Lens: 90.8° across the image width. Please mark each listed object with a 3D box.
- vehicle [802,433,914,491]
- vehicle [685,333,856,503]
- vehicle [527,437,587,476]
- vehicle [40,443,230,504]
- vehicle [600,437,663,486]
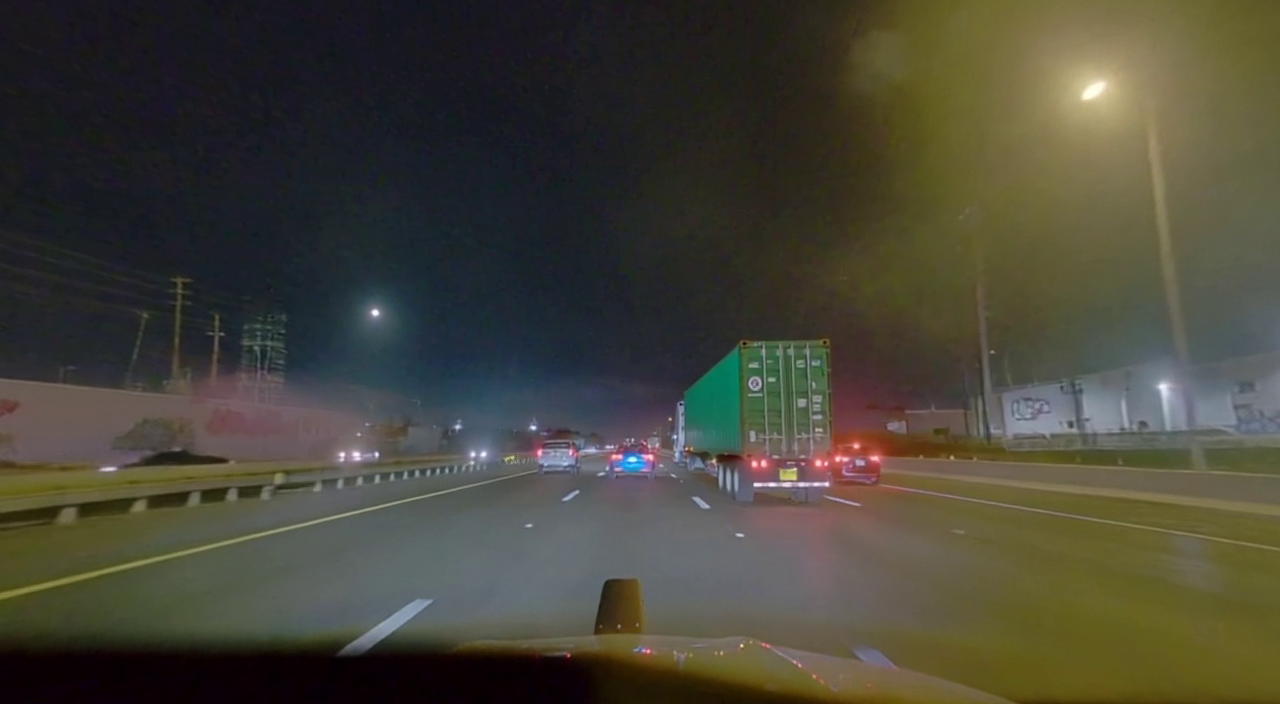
[{"bbox_3d":[7.241,3.699,21.574,2.202,1.731,4.628,0,-9,0],"label":"vehicle"},{"bbox_3d":[3.538,2.521,21.541,2.800,4.039,13.179,0,-9,-1],"label":"vehicle"},{"bbox_3d":[-4.052,5.207,31.617,2.264,1.804,4.584,0,-9,1],"label":"vehicle"},{"bbox_3d":[-14.072,3.382,18.035,1.959,1.487,4.293,0,-9,-2],"label":"vehicle"},{"bbox_3d":[-0.326,4.133,24.171,2.191,1.685,4.015,0,-9,0],"label":"vehicle"}]
